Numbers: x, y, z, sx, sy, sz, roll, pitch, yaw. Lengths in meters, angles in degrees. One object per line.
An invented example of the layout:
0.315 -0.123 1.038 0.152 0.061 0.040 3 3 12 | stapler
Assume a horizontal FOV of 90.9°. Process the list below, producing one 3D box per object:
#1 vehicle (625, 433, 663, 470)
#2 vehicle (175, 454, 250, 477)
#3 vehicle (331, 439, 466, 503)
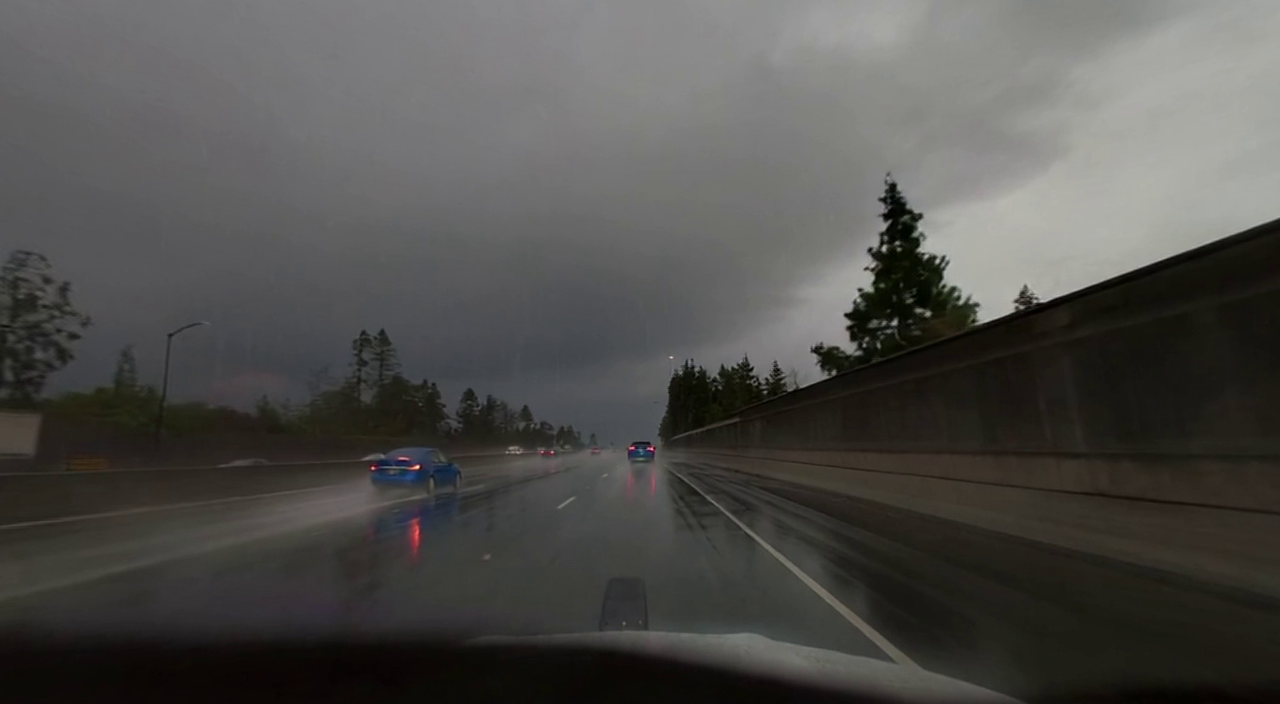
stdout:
0.238 6.313 40.168 2.318 2.145 4.561 0 -8 0 | vehicle
-30.145 8.003 44.650 2.019 1.499 4.688 0 -8 1 | vehicle
-6.694 3.326 18.109 2.116 1.570 4.377 0 -8 0 | vehicle
